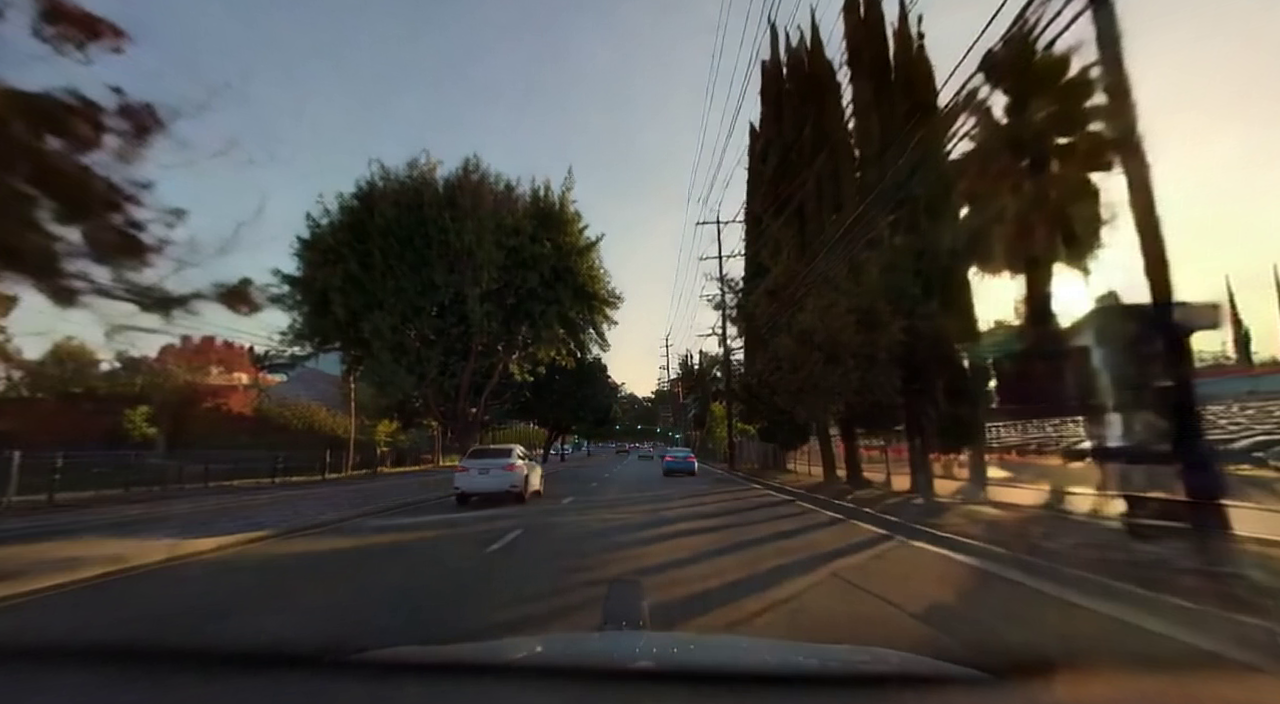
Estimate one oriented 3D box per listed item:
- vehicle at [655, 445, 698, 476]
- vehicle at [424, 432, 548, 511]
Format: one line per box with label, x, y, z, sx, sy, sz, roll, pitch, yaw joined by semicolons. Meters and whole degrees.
vehicle;1.857;5.693;33.144;2.059;1.486;3.980;0;-8;1
vehicle;-3.684;2.947;15.957;1.950;1.692;4.397;0;-8;1
